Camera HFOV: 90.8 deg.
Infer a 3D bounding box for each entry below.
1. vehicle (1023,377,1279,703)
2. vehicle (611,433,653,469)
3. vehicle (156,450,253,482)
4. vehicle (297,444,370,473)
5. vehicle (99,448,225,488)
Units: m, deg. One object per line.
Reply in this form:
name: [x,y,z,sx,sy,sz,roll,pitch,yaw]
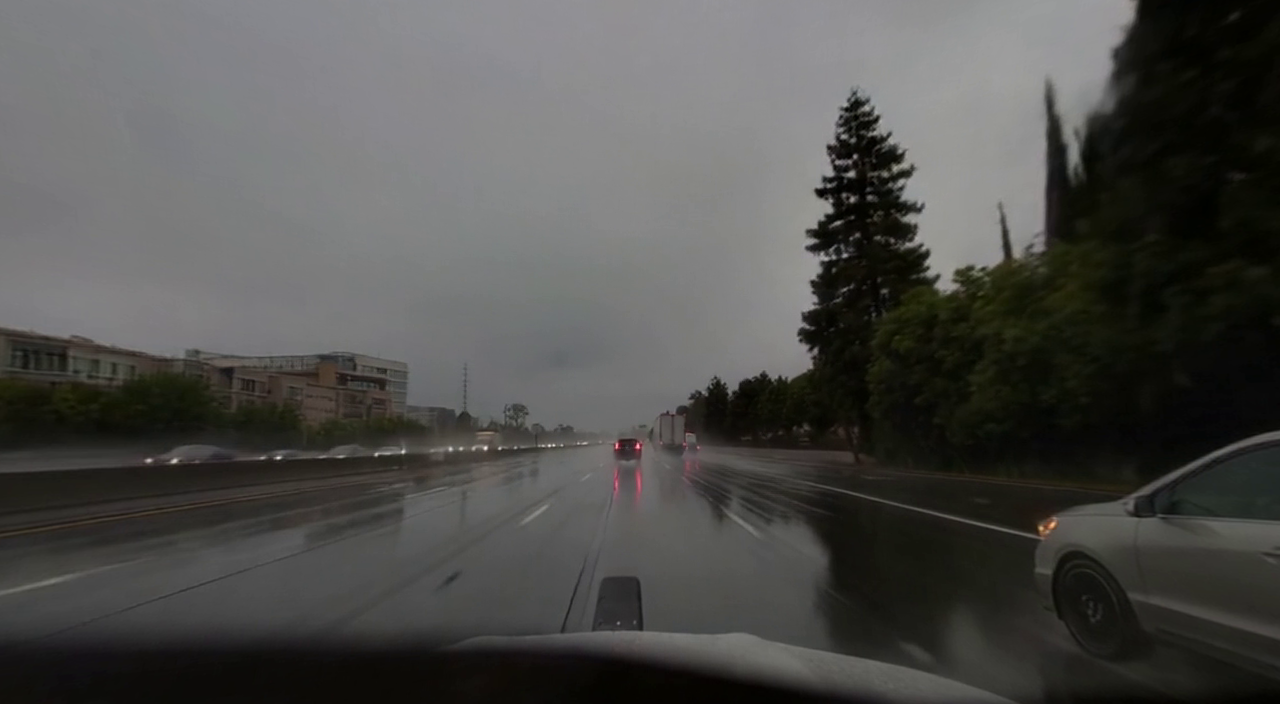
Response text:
vehicle: [3.572,0.820,1.995,1.950,1.596,4.326,0,-8,-1]
vehicle: [-0.474,5.769,36.972,2.297,1.912,4.355,0,-8,-1]
vehicle: [-22.156,5.786,32.409,1.865,1.461,4.393,0,-8,0]
vehicle: [-18.711,6.488,38.810,2.031,1.618,4.888,0,-8,0]
vehicle: [-26.134,6.308,34.943,2.228,1.953,6.010,0,-8,0]
